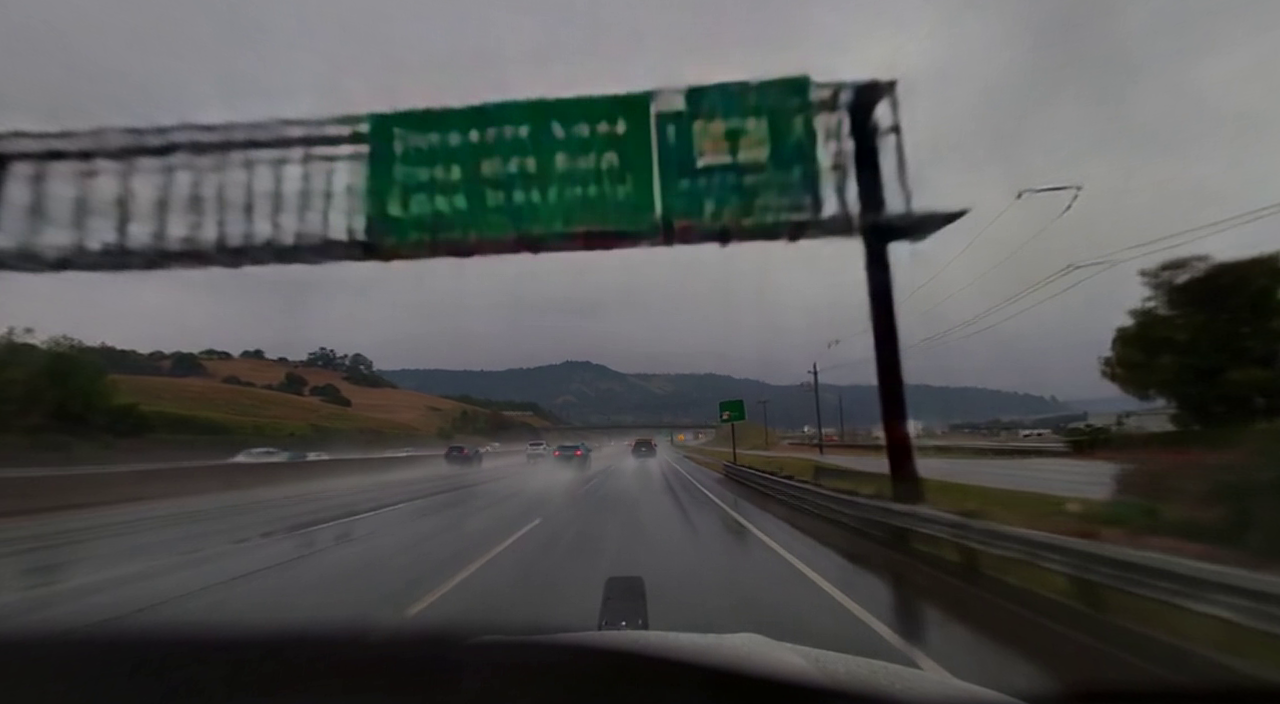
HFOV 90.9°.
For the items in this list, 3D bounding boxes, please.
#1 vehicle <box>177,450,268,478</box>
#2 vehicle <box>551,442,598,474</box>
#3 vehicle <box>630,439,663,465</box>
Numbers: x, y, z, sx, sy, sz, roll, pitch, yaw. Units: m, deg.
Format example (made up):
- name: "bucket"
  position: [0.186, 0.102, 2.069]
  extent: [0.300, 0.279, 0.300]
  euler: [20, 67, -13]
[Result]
- name: "vehicle"
  position: [-28.076, 7.496, 42.711]
  extent: [2.224, 1.702, 5.576]
  euler: [-1, -8, 1]
- name: "vehicle"
  position: [-3.387, 5.560, 33.316]
  extent: [1.967, 1.517, 4.808]
  euler: [0, -8, 0]
- name: "vehicle"
  position: [0.417, 7.010, 44.452]
  extent: [2.194, 1.737, 4.127]
  euler: [0, -8, 0]
